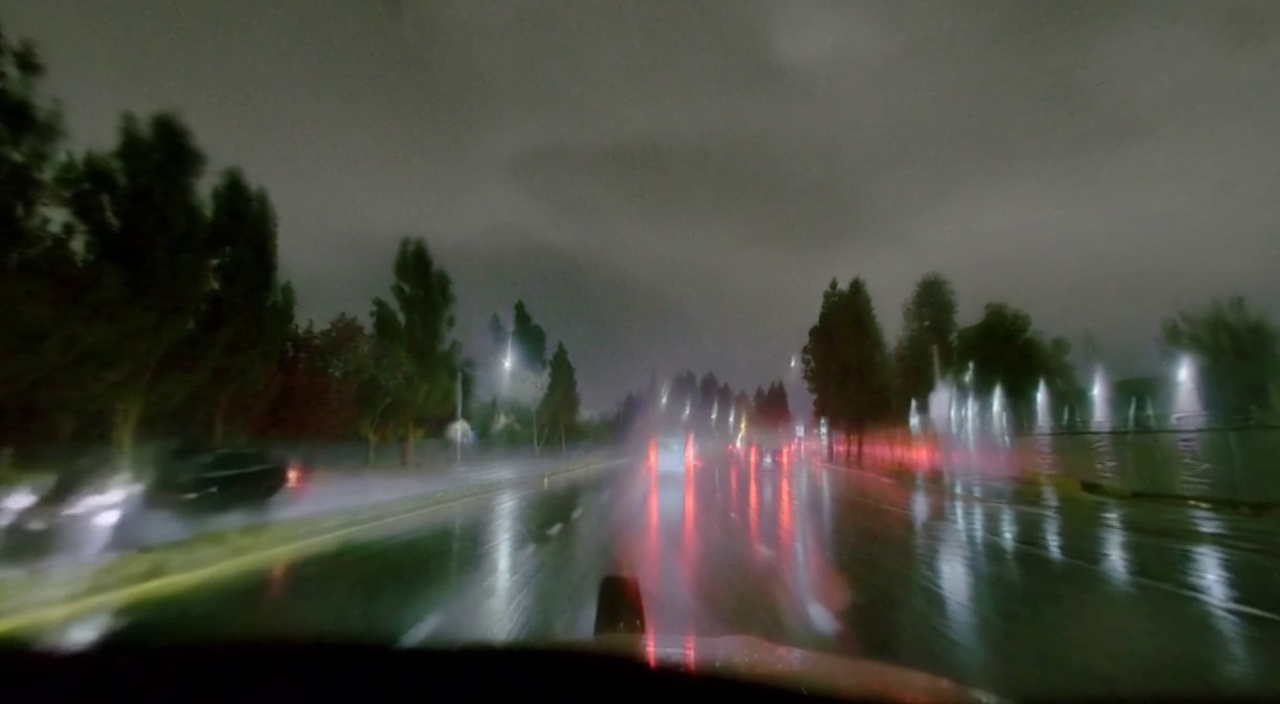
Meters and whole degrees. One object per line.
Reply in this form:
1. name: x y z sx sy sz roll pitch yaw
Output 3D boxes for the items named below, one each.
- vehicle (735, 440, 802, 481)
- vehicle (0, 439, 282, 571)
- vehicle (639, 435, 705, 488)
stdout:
1. vehicle: 5.077 4.350 25.548 2.147 1.474 4.083 -1 -9 4
2. vehicle: -7.748 2.083 9.483 1.933 1.472 4.482 -1 -9 3
3. vehicle: 1.232 3.869 22.578 2.105 1.676 4.541 -1 -9 5
